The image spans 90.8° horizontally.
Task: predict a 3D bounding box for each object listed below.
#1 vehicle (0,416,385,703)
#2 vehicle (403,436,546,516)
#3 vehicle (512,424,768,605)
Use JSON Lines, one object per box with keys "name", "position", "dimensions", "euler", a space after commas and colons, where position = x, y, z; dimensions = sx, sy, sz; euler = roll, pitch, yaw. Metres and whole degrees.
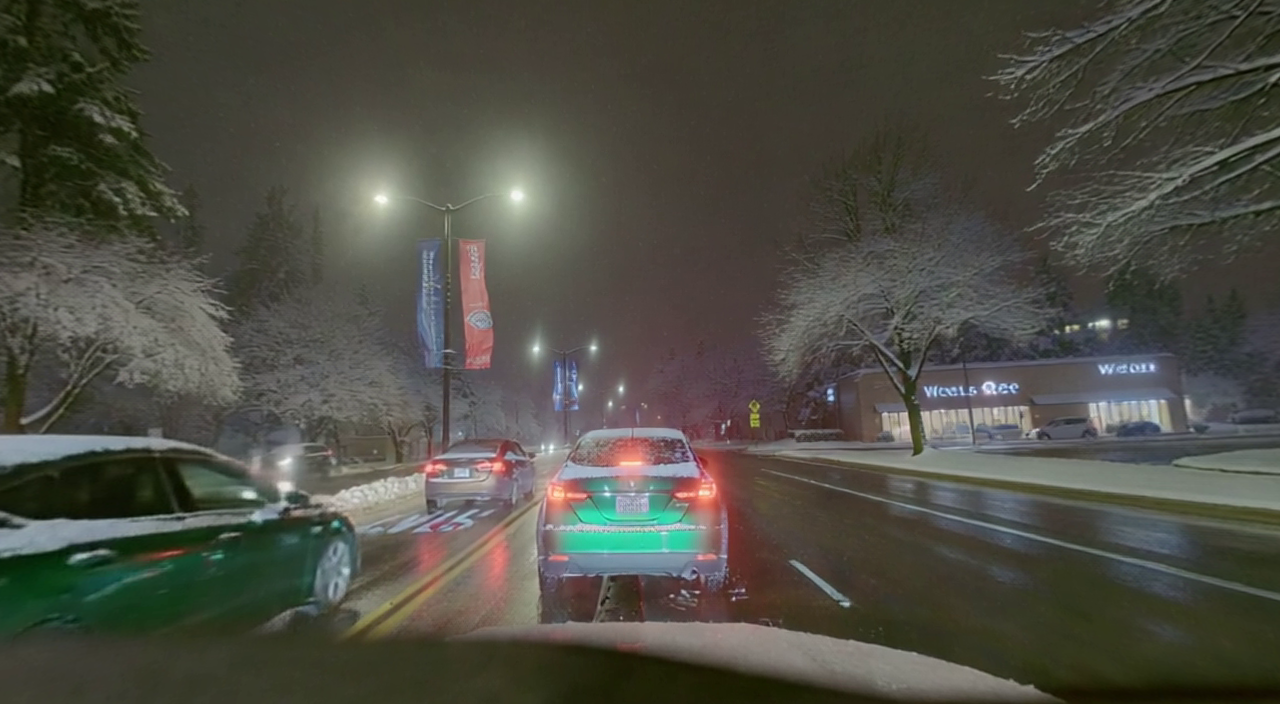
{"name": "vehicle", "position": [-3.338, 1.149, 3.583], "dimensions": [1.952, 1.431, 4.383], "euler": [0, -8, 0]}
{"name": "vehicle", "position": [-3.471, 2.678, 14.231], "dimensions": [1.961, 1.487, 4.453], "euler": [0, -8, 1]}
{"name": "vehicle", "position": [-0.057, 1.641, 7.299], "dimensions": [2.126, 1.475, 3.967], "euler": [0, -8, -2]}
